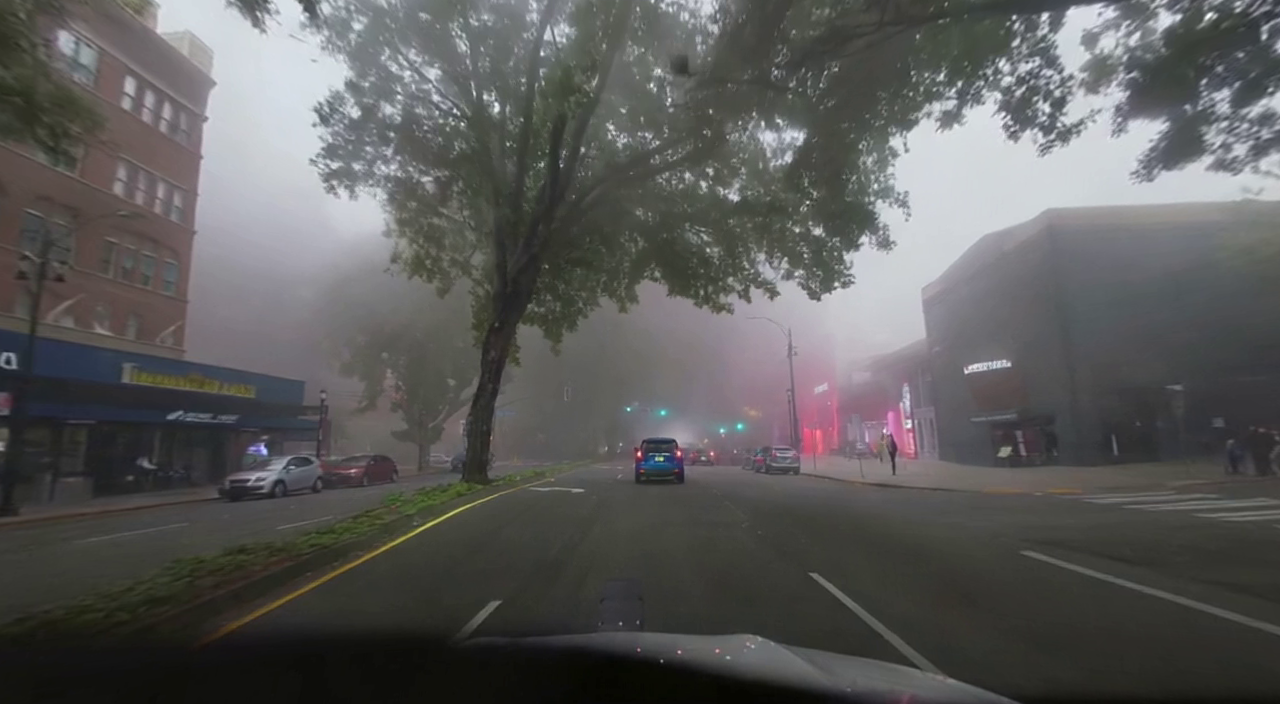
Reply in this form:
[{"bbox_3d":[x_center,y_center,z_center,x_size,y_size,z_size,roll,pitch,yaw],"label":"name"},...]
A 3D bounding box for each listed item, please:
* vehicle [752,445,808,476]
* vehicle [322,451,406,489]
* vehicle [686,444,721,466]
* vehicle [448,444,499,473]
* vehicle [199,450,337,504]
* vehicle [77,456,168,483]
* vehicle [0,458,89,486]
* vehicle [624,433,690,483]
[{"bbox_3d":[7.136,5.566,32.736,2.048,1.484,4.709,-1,-9,3],"label":"vehicle"},{"bbox_3d":[-13.143,5.631,30.430,1.934,1.639,4.387,0,-9,2],"label":"vehicle"},{"bbox_3d":[4.605,7.515,46.302,2.209,1.478,4.138,0,-9,2],"label":"vehicle"},{"bbox_3d":[-12.416,7.989,47.576,2.197,1.985,5.183,-1,-9,3],"label":"vehicle"},{"bbox_3d":[-13.285,4.451,22.996,2.148,1.694,4.561,0,-9,2],"label":"vehicle"},{"bbox_3d":[-34.241,7.782,42.002,1.982,1.610,4.620,-3,-9,4],"label":"vehicle"},{"bbox_3d":[-39.564,7.953,42.074,1.832,1.657,4.339,0,-9,-1],"label":"vehicle"},{"bbox_3d":[0.672,4.175,25.131,2.382,1.796,4.610,0,-9,2],"label":"vehicle"}]
